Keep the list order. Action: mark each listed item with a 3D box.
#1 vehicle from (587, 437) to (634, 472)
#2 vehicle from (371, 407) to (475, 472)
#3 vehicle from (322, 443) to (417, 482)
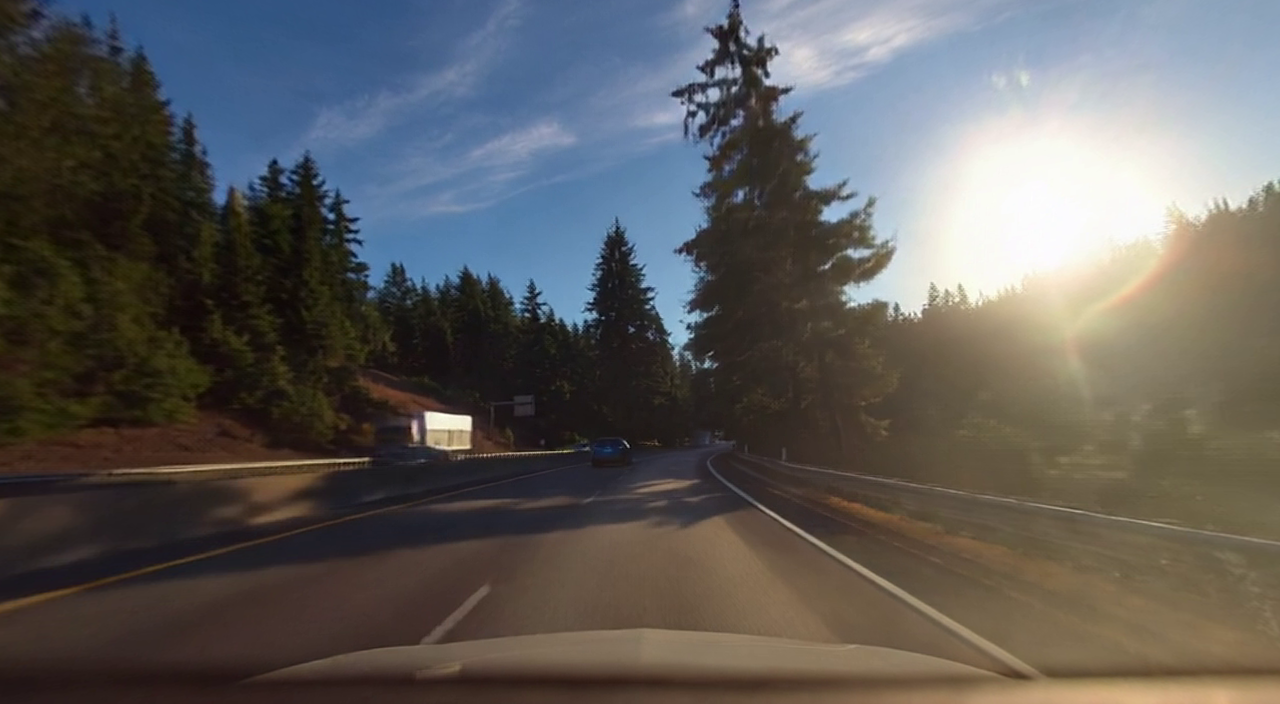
[{"bbox_3d":[-1.552,5.606,34.756,2.005,1.752,4.479,-1,-8,5],"label":"vehicle"},{"bbox_3d":[-15.577,6.471,46.476,3.236,4.237,10.335,-1,-8,4],"label":"vehicle"},{"bbox_3d":[-12.705,5.202,30.032,2.182,1.669,4.609,-1,-8,5],"label":"vehicle"}]
